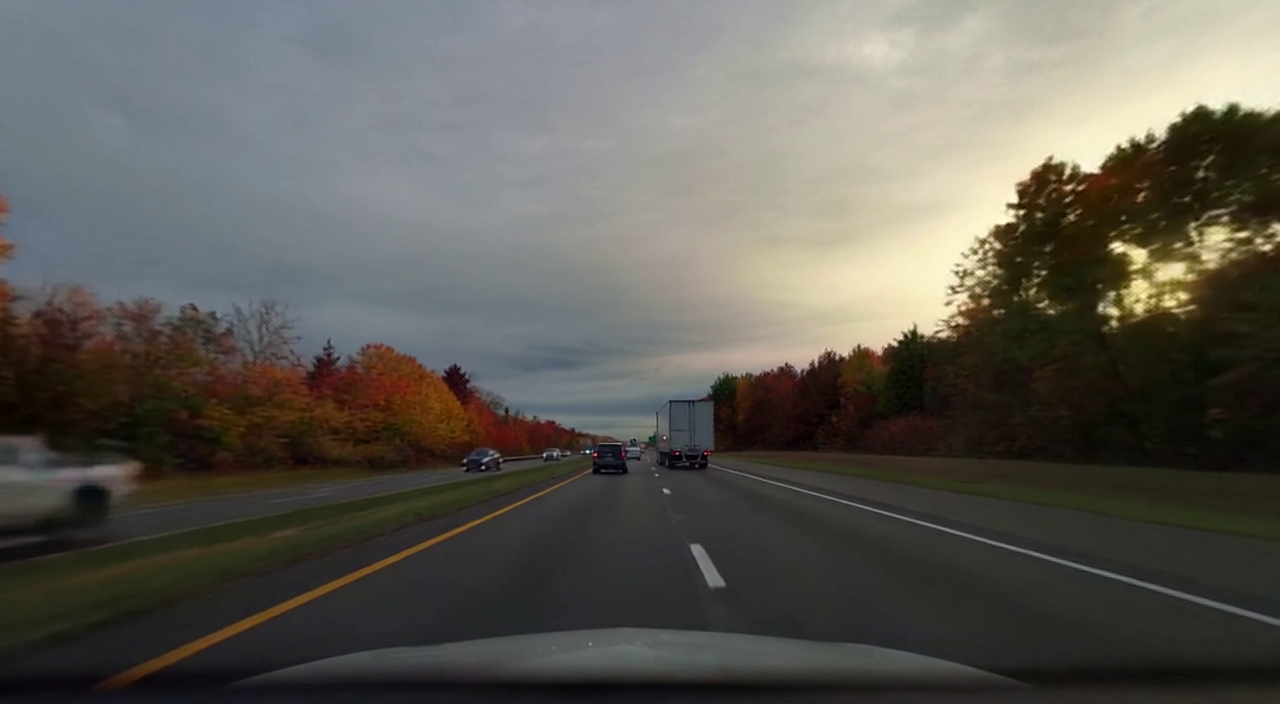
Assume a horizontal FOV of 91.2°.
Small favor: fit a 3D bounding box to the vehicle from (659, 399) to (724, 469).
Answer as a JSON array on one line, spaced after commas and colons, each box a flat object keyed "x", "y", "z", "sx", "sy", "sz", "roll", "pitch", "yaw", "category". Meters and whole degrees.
[{"x": 3.197, "y": 5.758, "z": 43.048, "sx": 3.068, "sy": 4.042, "sz": 13.787, "roll": 0, "pitch": -9, "yaw": -1, "category": "vehicle"}]

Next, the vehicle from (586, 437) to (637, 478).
[{"x": -1.213, "y": 4.791, "z": 28.645, "sx": 2.151, "sy": 1.693, "sz": 4.201, "roll": 0, "pitch": -9, "yaw": 0, "category": "vehicle"}]

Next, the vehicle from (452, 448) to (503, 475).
[{"x": -9.733, "y": 6.572, "z": 37.951, "sx": 1.890, "sy": 1.505, "sz": 4.484, "roll": 0, "pitch": -9, "yaw": 0, "category": "vehicle"}]
